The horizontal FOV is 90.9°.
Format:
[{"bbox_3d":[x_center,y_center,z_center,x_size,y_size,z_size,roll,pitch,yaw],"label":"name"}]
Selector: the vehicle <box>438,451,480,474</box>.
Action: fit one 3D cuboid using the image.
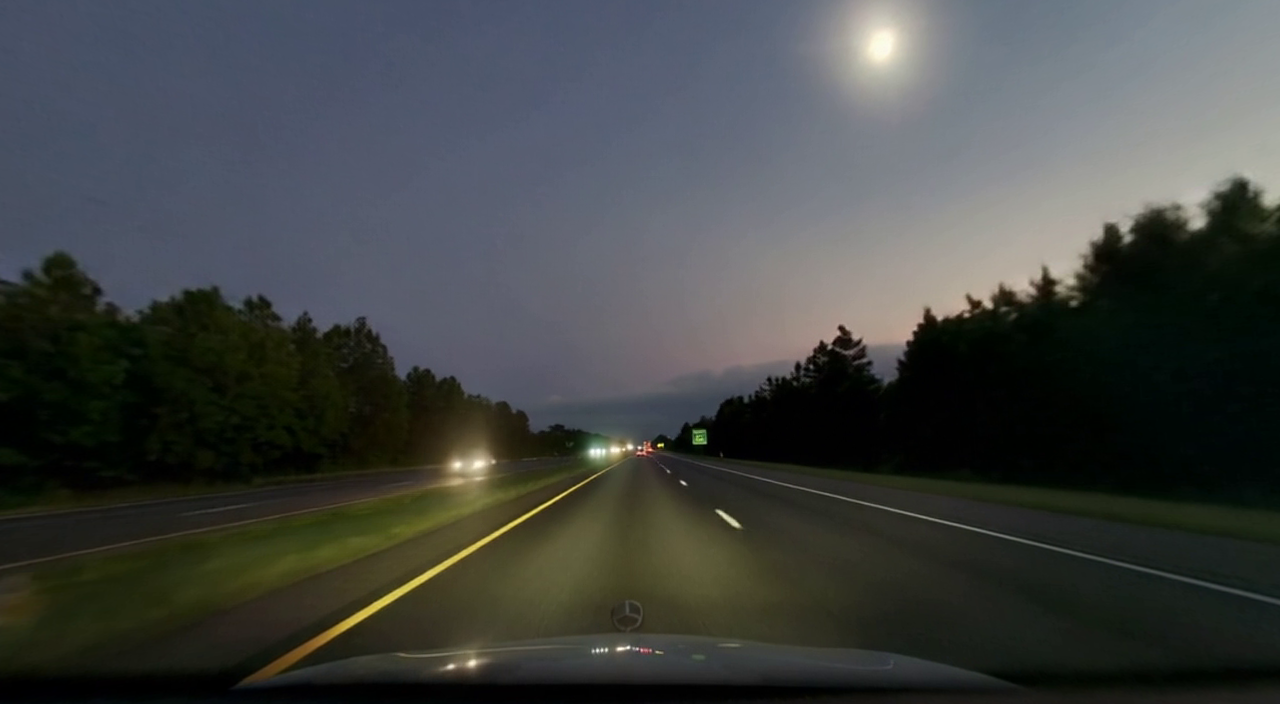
[{"bbox_3d":[-13.238,8.113,46.337,1.862,1.574,4.185,0,-9,0],"label":"vehicle"}]
